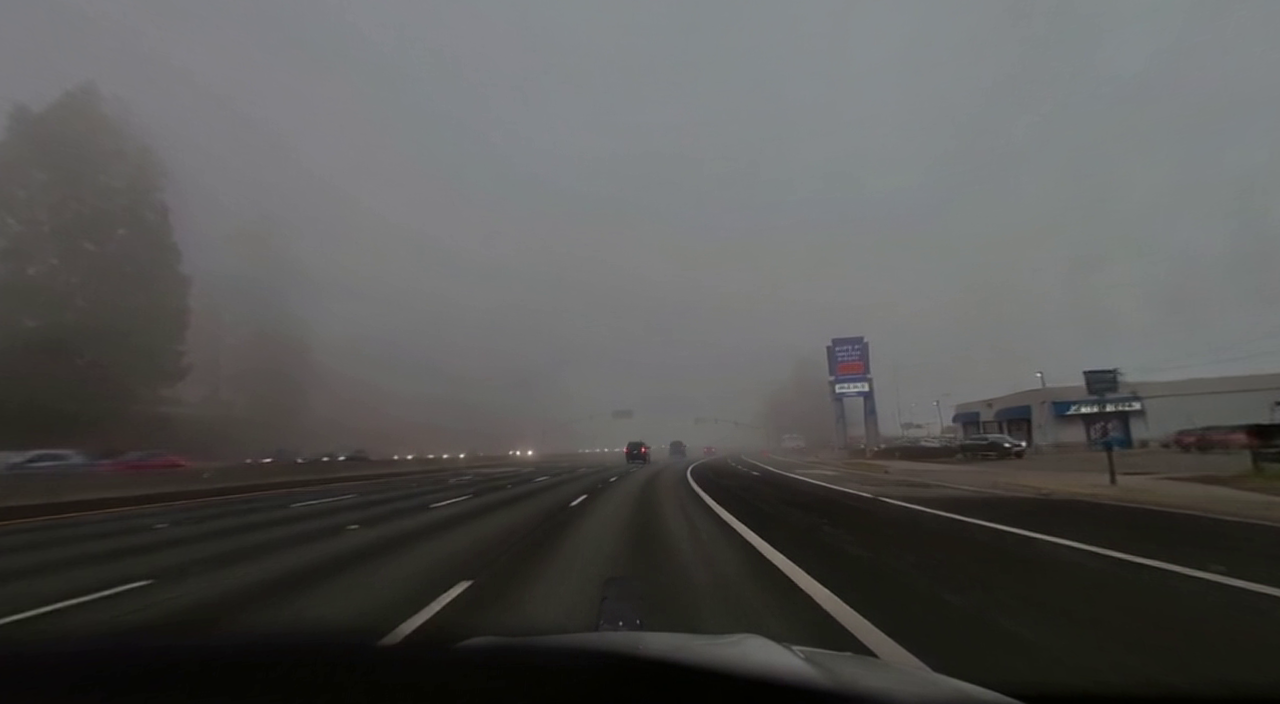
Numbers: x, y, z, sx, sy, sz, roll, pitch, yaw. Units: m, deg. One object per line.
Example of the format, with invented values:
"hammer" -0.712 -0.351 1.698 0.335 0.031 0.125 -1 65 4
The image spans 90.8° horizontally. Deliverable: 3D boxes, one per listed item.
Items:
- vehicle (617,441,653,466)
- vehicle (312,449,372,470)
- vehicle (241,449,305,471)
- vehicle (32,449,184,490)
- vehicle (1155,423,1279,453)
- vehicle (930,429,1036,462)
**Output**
"vehicle" -0.299 7.494 46.764 2.139 1.782 4.079 -1 -9 7
"vehicle" -22.460 8.097 47.812 1.902 1.462 4.579 -1 -9 7
"vehicle" -26.519 7.802 45.807 1.854 1.526 4.216 -1 -9 6
"vehicle" -21.256 4.686 25.569 1.897 1.444 4.685 -1 -9 3
"vehicle" 30.476 4.609 33.377 4.650 1.484 1.920 -5 -10 26
"vehicle" 18.084 4.959 33.570 4.577 1.460 1.937 -6 -9 20
